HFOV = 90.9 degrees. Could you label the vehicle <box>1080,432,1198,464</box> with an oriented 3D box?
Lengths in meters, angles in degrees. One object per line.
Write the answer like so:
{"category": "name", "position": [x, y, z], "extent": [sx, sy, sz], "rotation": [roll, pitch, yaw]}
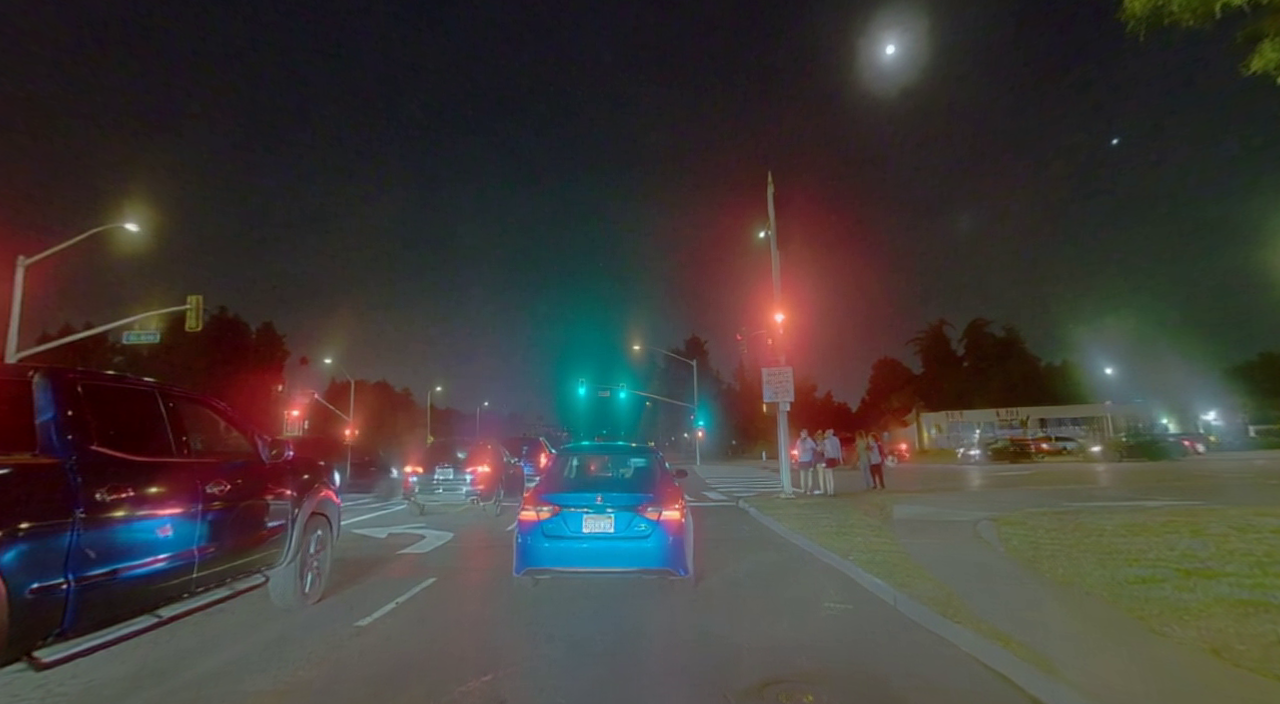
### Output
{"category": "vehicle", "position": [28.959, 5.574, 36.708], "extent": [4.967, 1.794, 2.044], "rotation": [0, -9, 2]}

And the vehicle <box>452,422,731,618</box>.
{"category": "vehicle", "position": [-0.379, 1.631, 7.149], "extent": [2.144, 1.497, 4.446], "rotation": [0, -9, 0]}

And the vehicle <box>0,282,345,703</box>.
{"category": "vehicle", "position": [-3.685, 0.751, 2.825], "extent": [2.202, 1.961, 4.980], "rotation": [0, -9, 1]}

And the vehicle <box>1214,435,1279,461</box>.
{"category": "vehicle", "position": [36.267, 5.503, 36.151], "extent": [4.643, 1.464, 1.840], "rotation": [-1, -9, 3]}

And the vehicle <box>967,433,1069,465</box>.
{"category": "vehicle", "position": [21.946, 5.647, 36.719], "extent": [4.529, 1.786, 2.110], "rotation": [0, -9, 2]}

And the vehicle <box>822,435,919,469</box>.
{"category": "vehicle", "position": [12.211, 5.332, 33.626], "extent": [4.394, 1.724, 1.886], "rotation": [0, -9, 1]}
